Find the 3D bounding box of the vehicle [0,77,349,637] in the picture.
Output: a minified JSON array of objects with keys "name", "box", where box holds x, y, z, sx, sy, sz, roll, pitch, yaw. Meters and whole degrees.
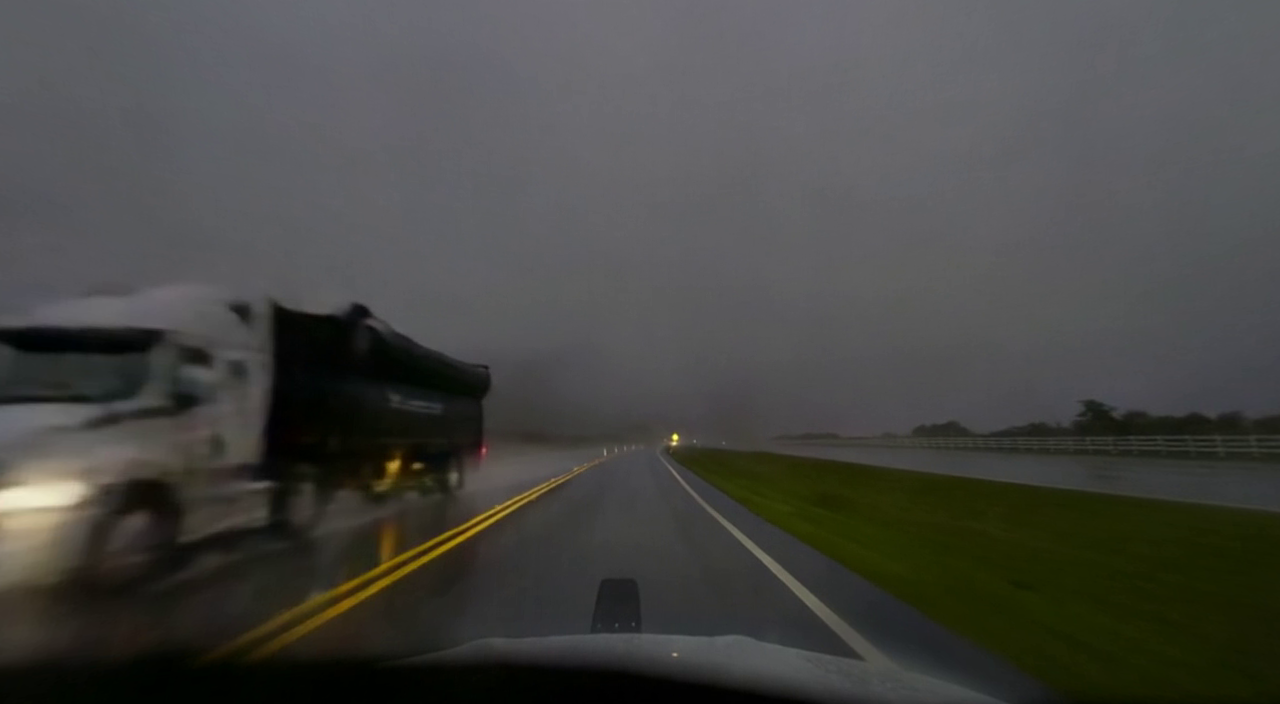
[{"name":"vehicle","box":[-6.280,0.379,6.795,3.460,3.937,5.736,-1,-8,0]}]
